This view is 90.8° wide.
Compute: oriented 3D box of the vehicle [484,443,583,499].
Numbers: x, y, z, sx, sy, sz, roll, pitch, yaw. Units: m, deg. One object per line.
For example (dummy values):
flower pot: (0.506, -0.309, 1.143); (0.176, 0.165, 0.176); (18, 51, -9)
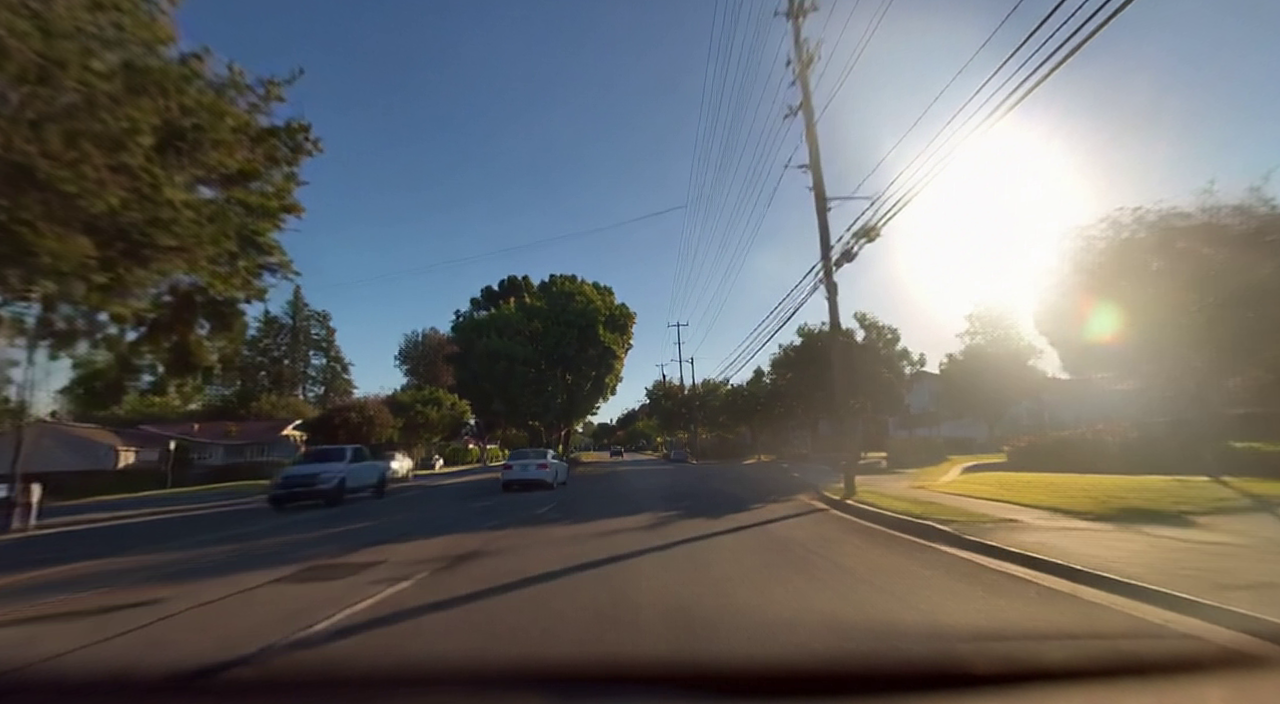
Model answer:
vehicle: (-3.036, 3.503, 19.105); (2.041, 1.471, 4.602); (0, -8, 2)

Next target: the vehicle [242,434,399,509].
vehicle: (-9.594, 3.606, 19.681); (2.115, 1.978, 5.647); (1, -8, -2)
